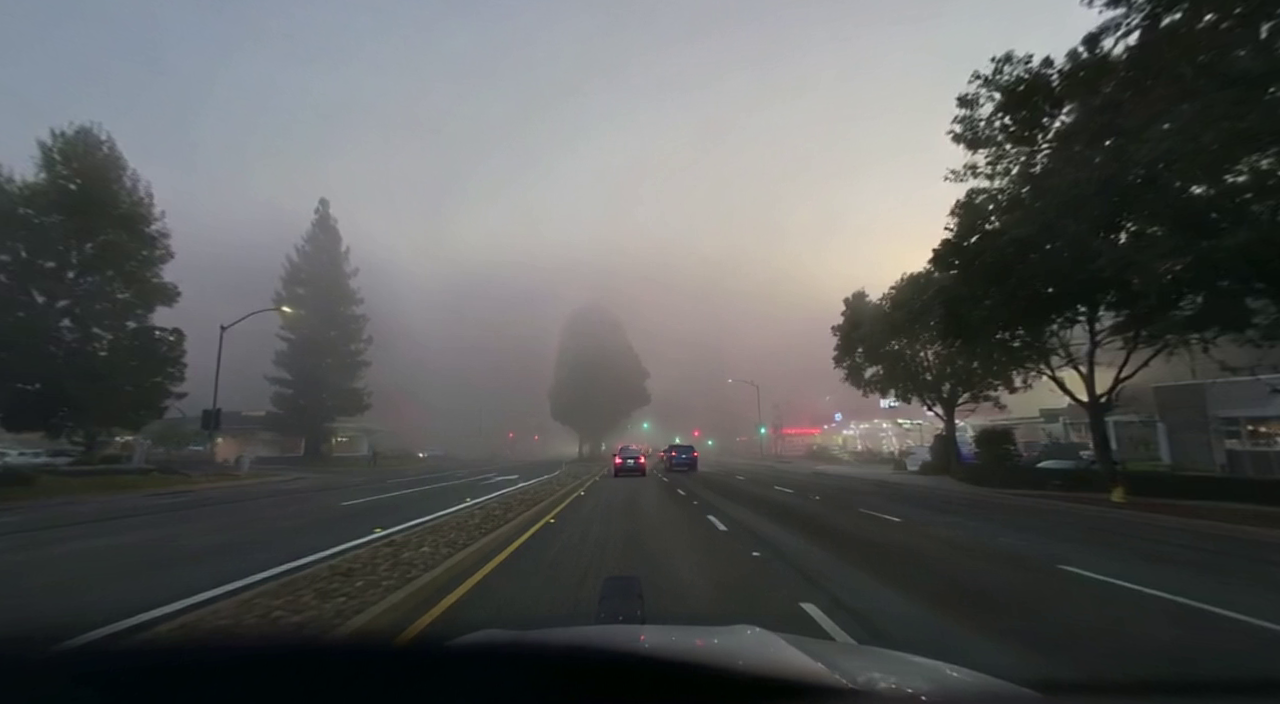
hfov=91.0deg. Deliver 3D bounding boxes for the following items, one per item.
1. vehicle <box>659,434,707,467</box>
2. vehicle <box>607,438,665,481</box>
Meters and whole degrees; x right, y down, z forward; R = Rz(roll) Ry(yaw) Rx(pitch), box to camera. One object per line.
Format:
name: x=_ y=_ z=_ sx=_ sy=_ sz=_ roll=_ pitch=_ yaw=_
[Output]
vehicle: x=2.844 y=6.748 z=43.261 sx=2.731 sy=2.101 sz=6.047 roll=0 pitch=-8 yaw=-2
vehicle: x=-0.192 y=4.299 z=25.348 sx=2.145 sy=1.572 sz=4.021 roll=0 pitch=-8 yaw=-1
